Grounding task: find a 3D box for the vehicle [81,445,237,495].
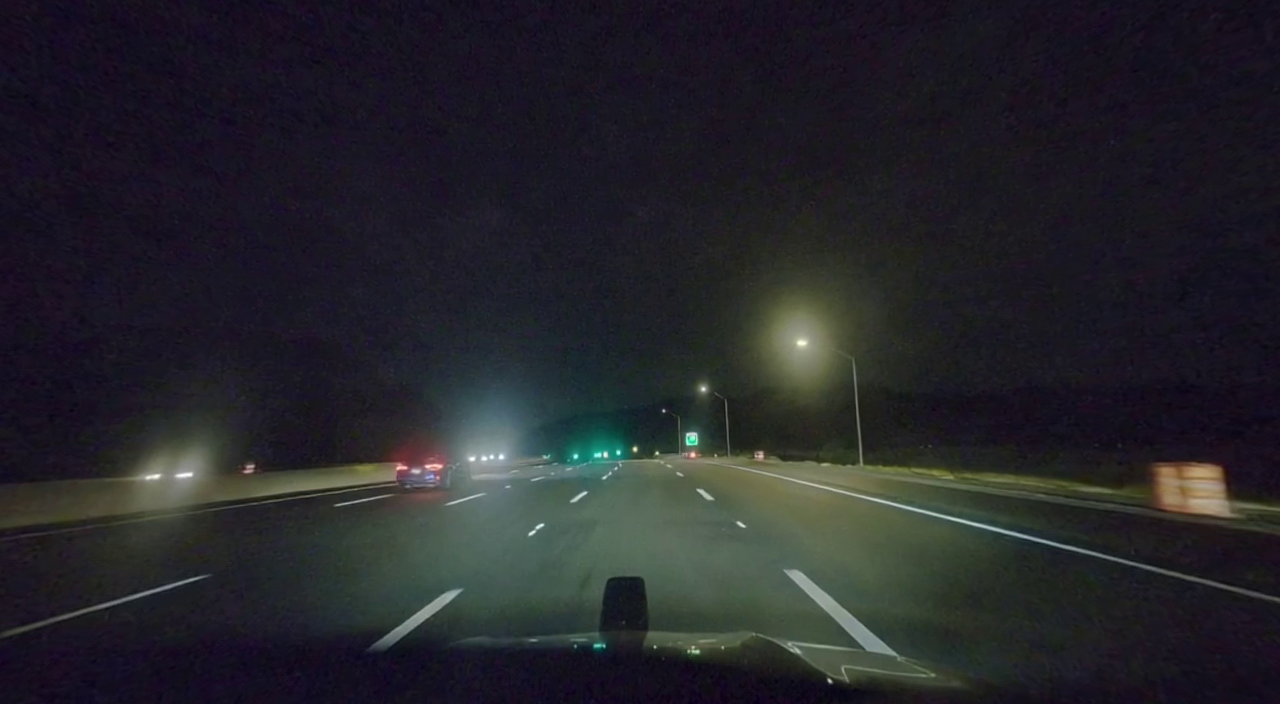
[{"bbox_3d":[-20.902,5.117,27.902,2.220,1.938,5.886,0,-8,1],"label":"vehicle"}]
